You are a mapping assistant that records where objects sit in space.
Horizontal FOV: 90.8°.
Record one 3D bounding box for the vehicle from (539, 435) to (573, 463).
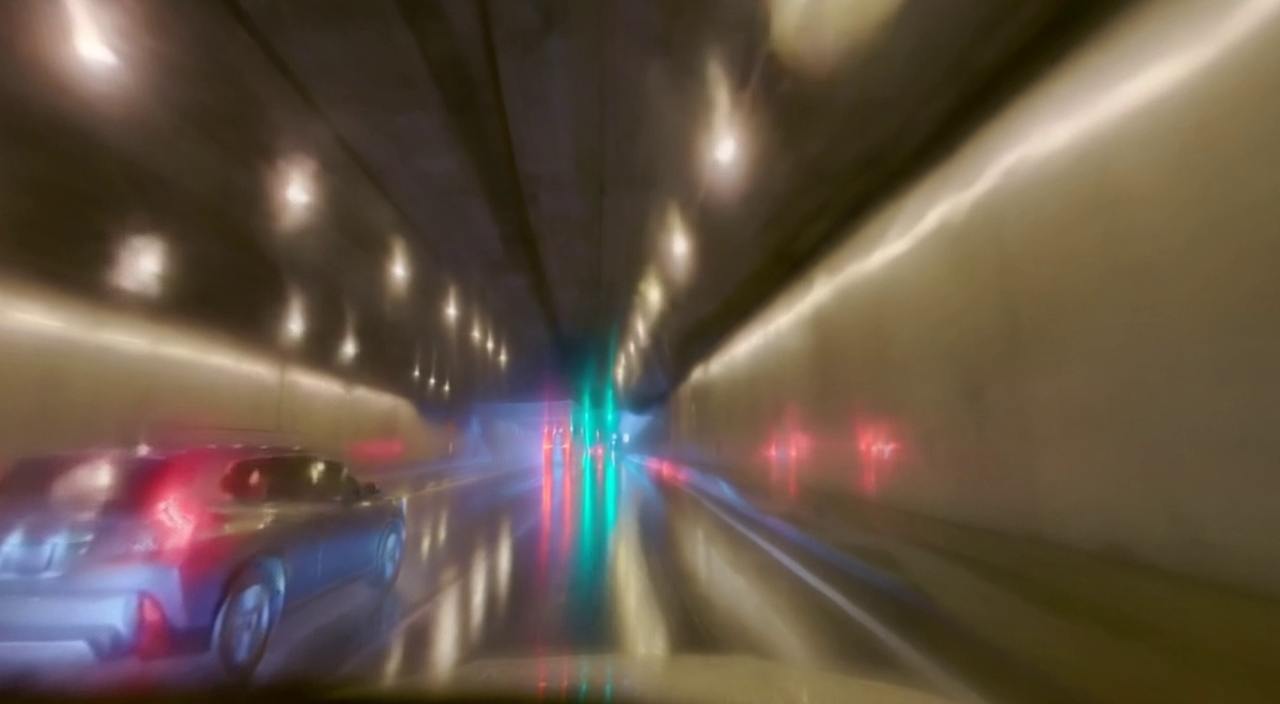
[{"bbox_3d":[-5.548,6.460,42.149,1.961,1.725,4.315,0,-8,-3],"label":"vehicle"}]
